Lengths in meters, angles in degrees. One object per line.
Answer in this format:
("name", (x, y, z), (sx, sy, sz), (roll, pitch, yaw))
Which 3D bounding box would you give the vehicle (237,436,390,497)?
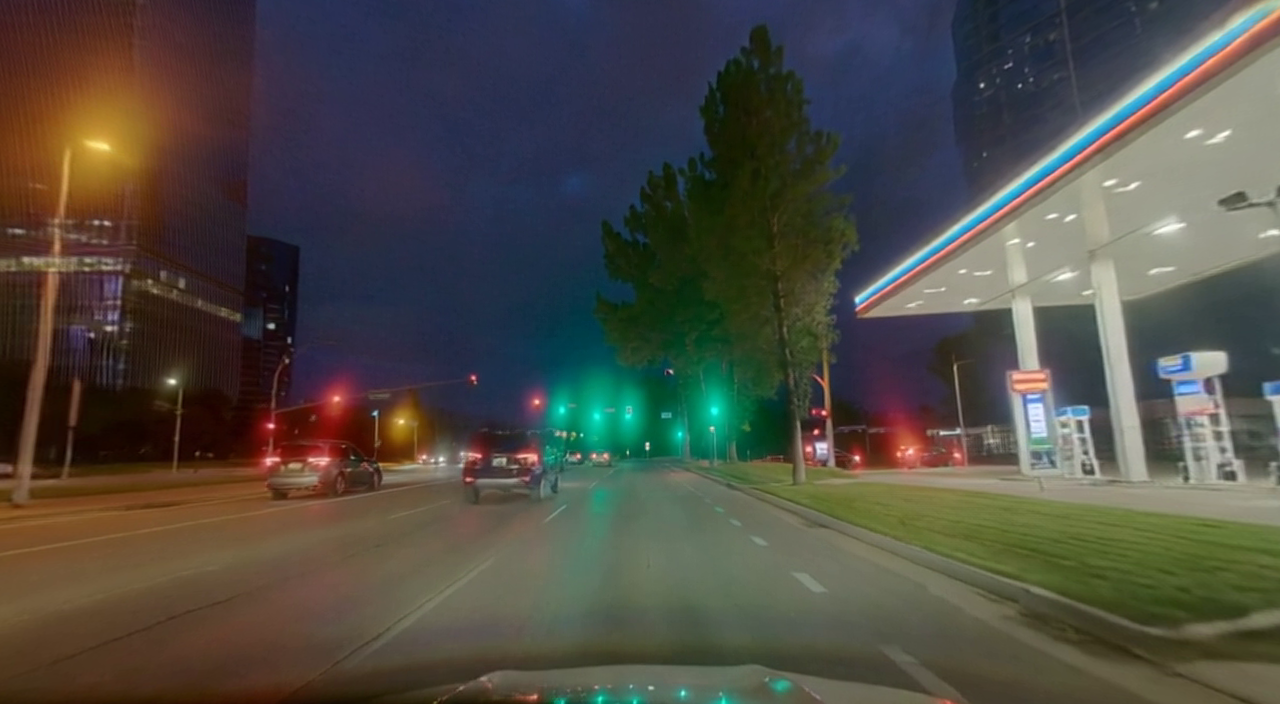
("vehicle", (-9.365, 3.300, 18.638), (1.965, 1.541, 4.718), (0, -8, 1))

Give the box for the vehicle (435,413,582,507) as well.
("vehicle", (-3.275, 2.916, 17.522), (2.602, 2.091, 6.347), (0, -8, 1))

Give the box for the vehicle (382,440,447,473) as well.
("vehicle", (-11.933, 5.555, 33.663), (1.875, 1.624, 4.151), (0, -8, 1))

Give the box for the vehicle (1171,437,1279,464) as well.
("vehicle", (43.528, 7.304, 46.883), (5.651, 1.907, 2.097), (-3, -9, 17))
